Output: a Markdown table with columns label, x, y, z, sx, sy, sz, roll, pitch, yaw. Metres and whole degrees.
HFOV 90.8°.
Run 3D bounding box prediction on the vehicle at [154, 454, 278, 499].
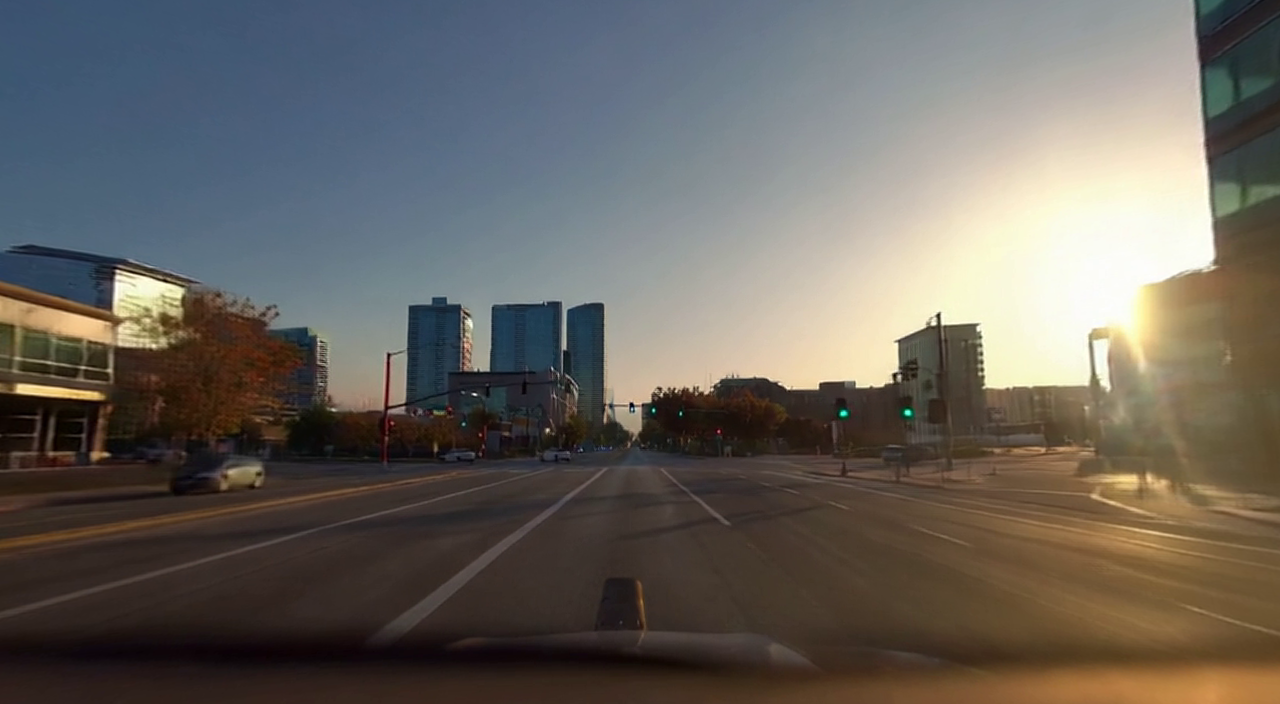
| label | x | y | z | sx | sy | sz | roll | pitch | yaw |
| --- | --- | --- | --- | --- | --- | --- | --- | --- | --- |
| vehicle | -15.755 | 4.626 | 23.837 | 1.930 | 1.473 | 4.480 | 1 | -9 | -6 |
